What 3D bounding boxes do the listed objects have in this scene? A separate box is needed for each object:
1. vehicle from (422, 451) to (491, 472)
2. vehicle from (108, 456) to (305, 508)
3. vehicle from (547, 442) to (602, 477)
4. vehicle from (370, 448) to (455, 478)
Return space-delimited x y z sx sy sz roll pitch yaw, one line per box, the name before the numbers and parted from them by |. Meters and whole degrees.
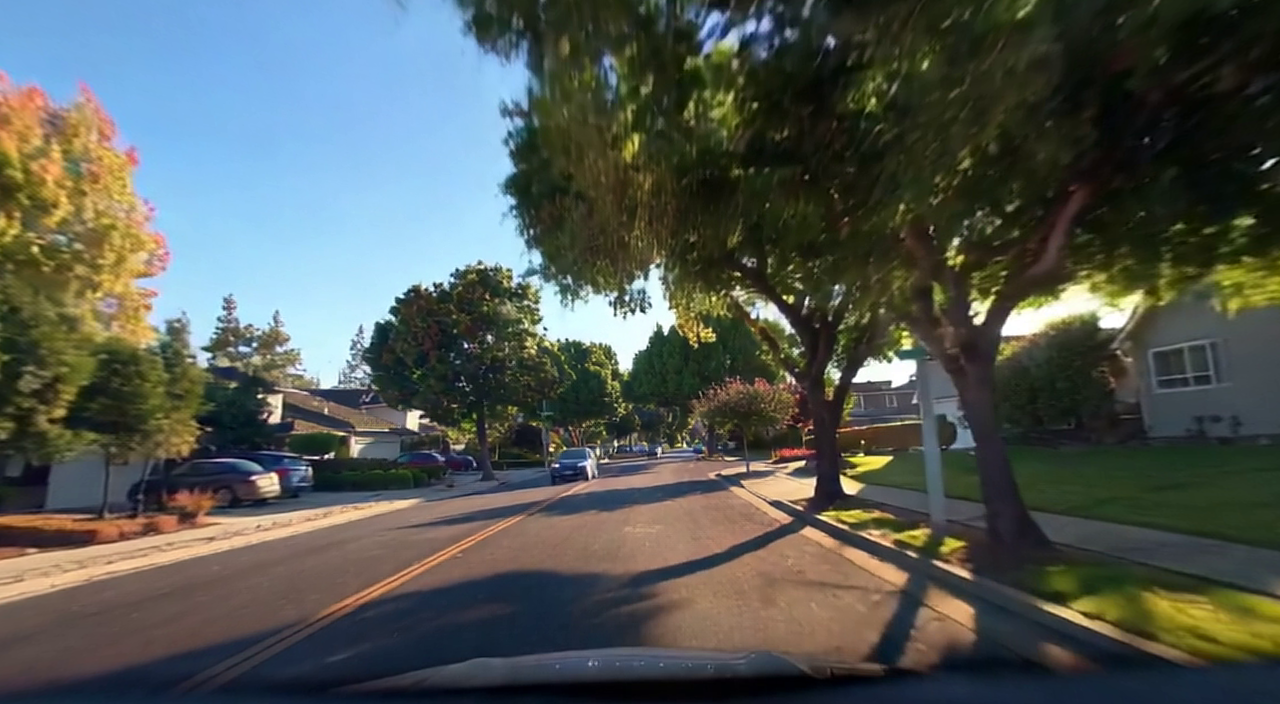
vehicle | -13.342 7.967 46.028 4.370 1.482 1.926 -1 -9 6
vehicle | -13.573 4.083 20.055 4.703 1.487 2.002 1 -9 -2
vehicle | -3.431 5.735 33.945 2.131 1.731 4.533 -1 -9 4
vehicle | -13.321 6.506 37.144 4.237 1.687 1.970 0 -9 -2
